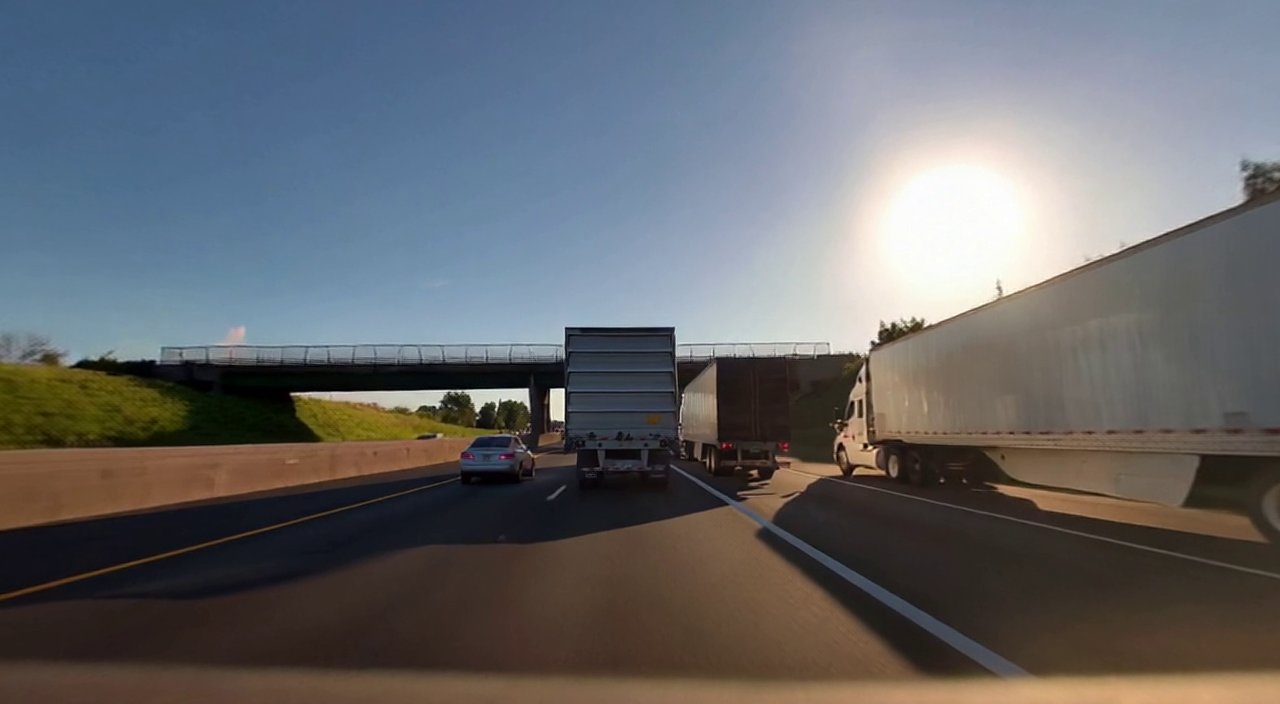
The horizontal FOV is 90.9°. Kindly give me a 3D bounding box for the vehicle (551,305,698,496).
[{"bbox_3d":[-0.536,1.724,18.759,3.090,4.065,10.702,0,-8,-2],"label":"vehicle"}]

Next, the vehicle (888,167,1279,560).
[{"bbox_3d":[8.209,0.576,10.027,3.000,4.114,13.063,0,-8,-1],"label":"vehicle"}]

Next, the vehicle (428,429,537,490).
[{"bbox_3d":[-4.163,2.884,17.332,2.049,1.483,3.786,0,-8,0],"label":"vehicle"}]

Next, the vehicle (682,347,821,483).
[{"bbox_3d":[3.550,2.543,23.701,2.817,3.886,11.491,0,-8,-2],"label":"vehicle"}]
